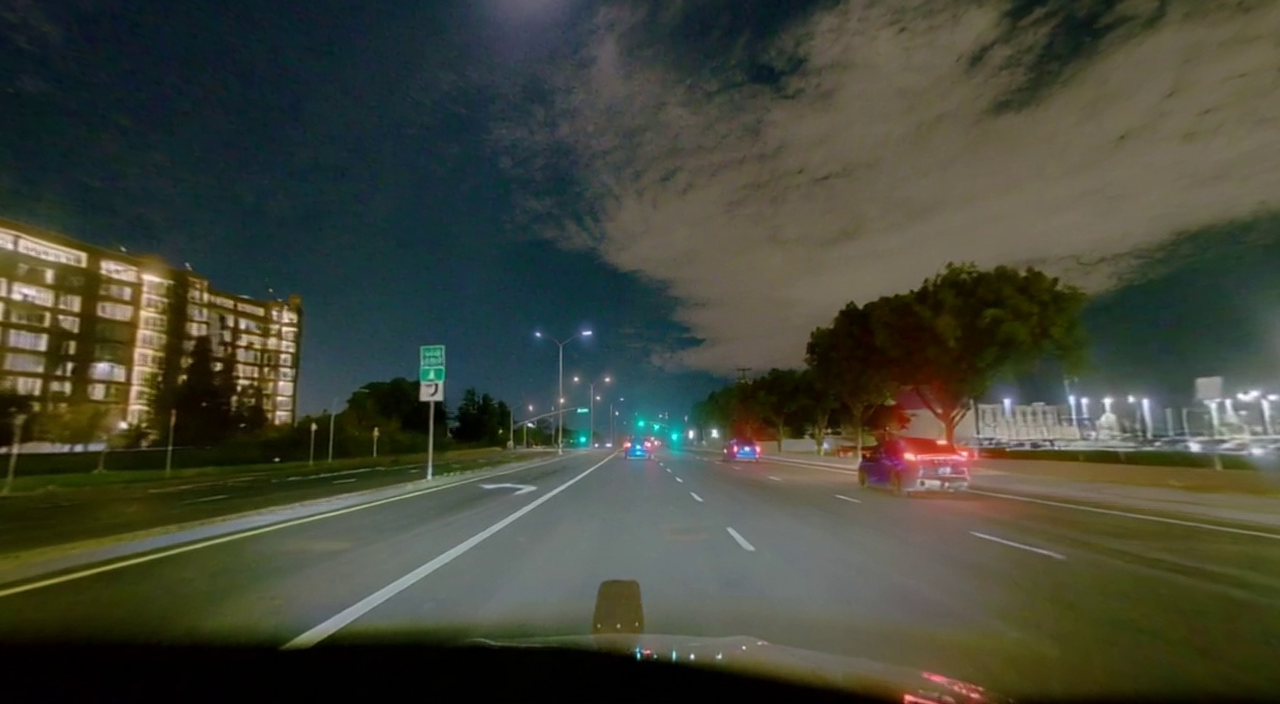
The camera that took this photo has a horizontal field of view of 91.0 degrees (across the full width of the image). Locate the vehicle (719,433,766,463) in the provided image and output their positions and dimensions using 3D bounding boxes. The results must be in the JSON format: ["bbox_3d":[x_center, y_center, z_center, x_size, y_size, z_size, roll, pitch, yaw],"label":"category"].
[{"bbox_3d":[6.651,6.299,41.257,2.136,1.799,4.796,1,-9,-2],"label":"vehicle"}]

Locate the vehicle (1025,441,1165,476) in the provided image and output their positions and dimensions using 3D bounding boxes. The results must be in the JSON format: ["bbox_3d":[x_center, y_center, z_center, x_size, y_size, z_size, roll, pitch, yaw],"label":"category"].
[{"bbox_3d":[19.899,4.672,27.669,4.653,1.438,1.939,0,-9,-2],"label":"vehicle"}]
